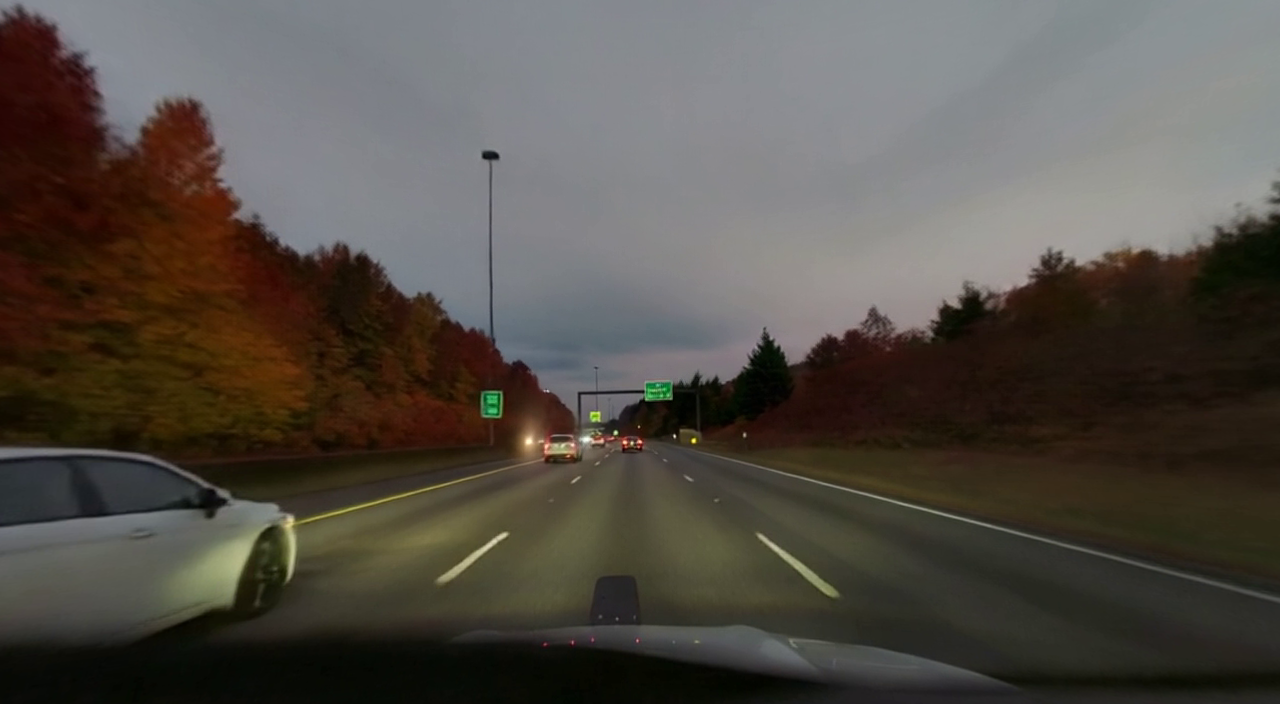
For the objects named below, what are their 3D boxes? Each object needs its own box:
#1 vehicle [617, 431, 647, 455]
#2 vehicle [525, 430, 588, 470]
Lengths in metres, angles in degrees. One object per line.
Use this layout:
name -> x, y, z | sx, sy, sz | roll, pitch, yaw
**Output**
vehicle -> -0.544, 6.434, 44.653 | 2.054, 1.609, 3.859 | 0, -8, 0
vehicle -> -3.393, 4.083, 26.379 | 1.989, 1.497, 4.645 | 0, -8, 0
